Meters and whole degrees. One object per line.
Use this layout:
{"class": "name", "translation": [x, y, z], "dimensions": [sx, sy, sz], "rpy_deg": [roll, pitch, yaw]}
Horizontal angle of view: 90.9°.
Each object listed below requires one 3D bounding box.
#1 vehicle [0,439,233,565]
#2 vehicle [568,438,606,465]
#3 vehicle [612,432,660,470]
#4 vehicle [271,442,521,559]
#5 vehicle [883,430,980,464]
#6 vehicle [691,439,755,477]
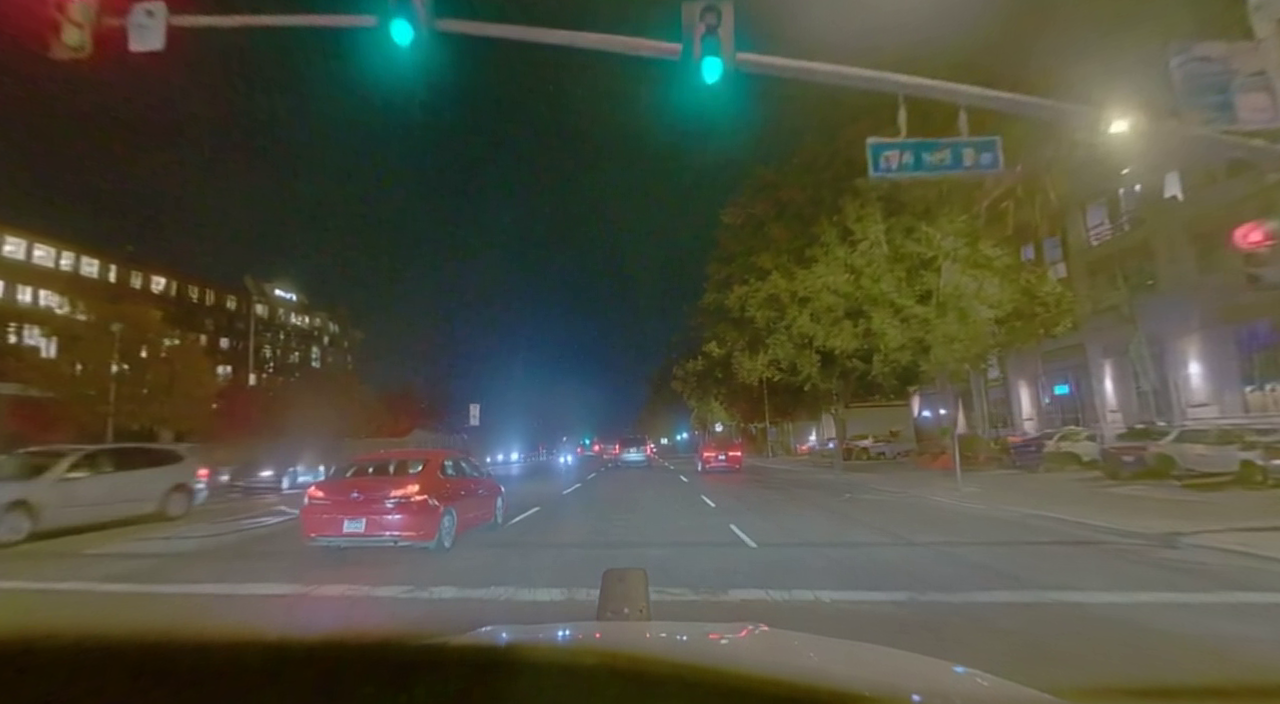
{"class": "vehicle", "translation": [-9.033, 2.250, 10.012], "dimensions": [2.059, 1.559, 4.709], "rpy_deg": [-4, -8, 0]}
{"class": "vehicle", "translation": [-3.440, 6.575, 41.703], "dimensions": [2.130, 1.645, 3.995], "rpy_deg": [0, -8, 1]}
{"class": "vehicle", "translation": [-0.171, 5.276, 33.761], "dimensions": [2.361, 1.898, 4.465], "rpy_deg": [0, -8, 1]}
{"class": "vehicle", "translation": [-3.299, 2.070, 9.550], "dimensions": [2.115, 1.369, 3.908], "rpy_deg": [0, -8, 2]}
{"class": "vehicle", "translation": [15.845, 5.202, 34.430], "dimensions": [4.255, 1.520, 1.900], "rpy_deg": [-4, -8, 1]}
{"class": "vehicle", "translation": [3.405, 4.444, 26.632], "dimensions": [2.058, 1.472, 4.317], "rpy_deg": [0, -8, -1]}
